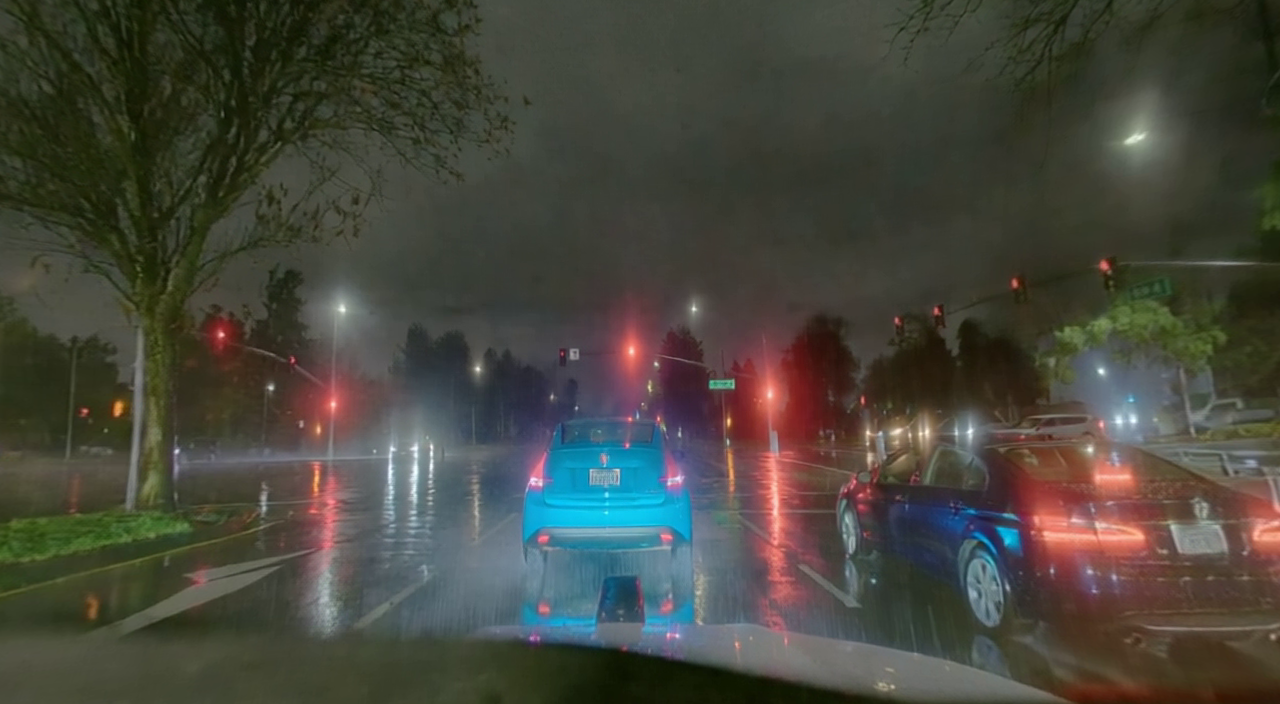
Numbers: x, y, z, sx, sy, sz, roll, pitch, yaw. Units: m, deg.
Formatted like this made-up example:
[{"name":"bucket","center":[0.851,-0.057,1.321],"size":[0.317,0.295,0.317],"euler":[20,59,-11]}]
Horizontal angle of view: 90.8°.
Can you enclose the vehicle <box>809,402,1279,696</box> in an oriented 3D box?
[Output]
[{"name":"vehicle","center":[3.171,1.401,5.764],"size":[1.932,1.562,4.629],"euler":[0,-9,-1]}]

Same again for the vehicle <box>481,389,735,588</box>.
[{"name":"vehicle","center":[-0.344,1.528,7.808],"size":[2.247,1.760,4.231],"euler":[0,-9,-2]}]
